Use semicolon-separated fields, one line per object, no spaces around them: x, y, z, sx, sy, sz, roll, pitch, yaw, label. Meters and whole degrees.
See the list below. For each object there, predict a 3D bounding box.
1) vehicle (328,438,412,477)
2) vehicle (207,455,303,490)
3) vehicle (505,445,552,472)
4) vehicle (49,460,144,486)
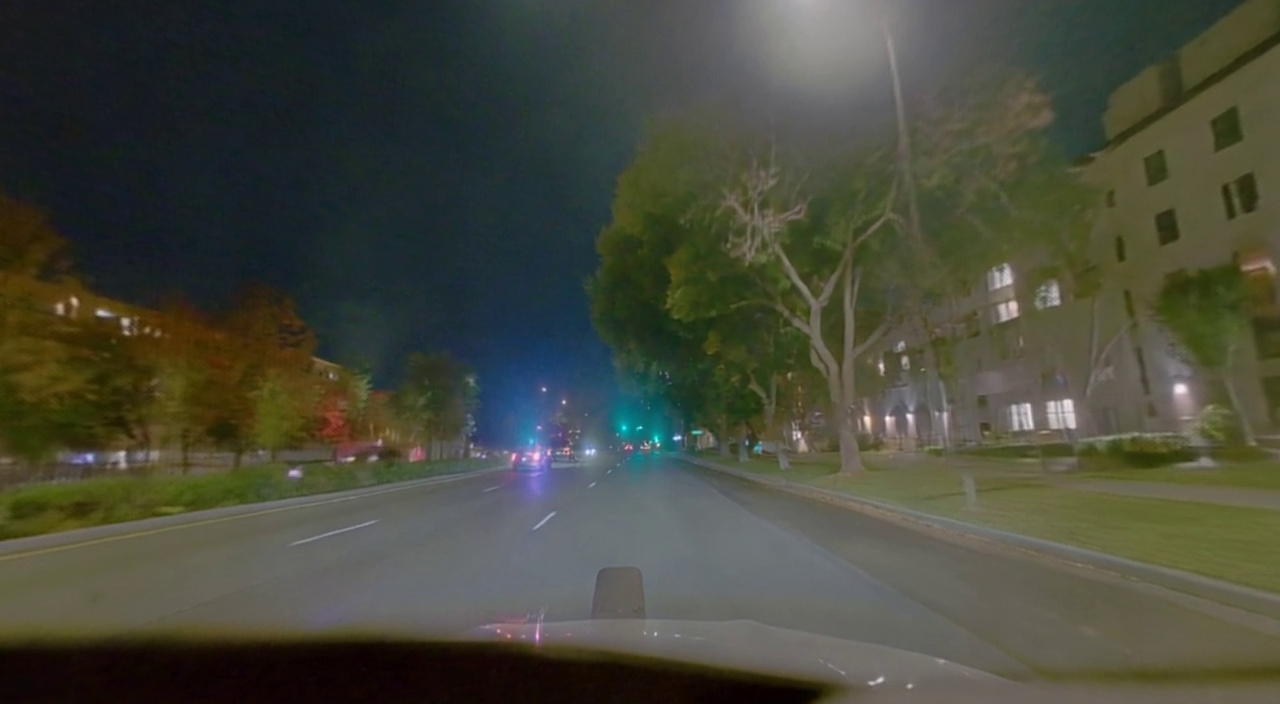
-15.065;5.910;35.669;2.326;2.030;5.373;0;-9;1;vehicle
-17.942;5.602;29.734;1.794;1.449;4.384;0;-9;-1;vehicle
-6.492;6.238;37.303;1.970;1.456;4.441;0;-9;0;vehicle
-34.257;7.623;39.911;4.194;1.486;1.883;0;-9;-1;vehicle
